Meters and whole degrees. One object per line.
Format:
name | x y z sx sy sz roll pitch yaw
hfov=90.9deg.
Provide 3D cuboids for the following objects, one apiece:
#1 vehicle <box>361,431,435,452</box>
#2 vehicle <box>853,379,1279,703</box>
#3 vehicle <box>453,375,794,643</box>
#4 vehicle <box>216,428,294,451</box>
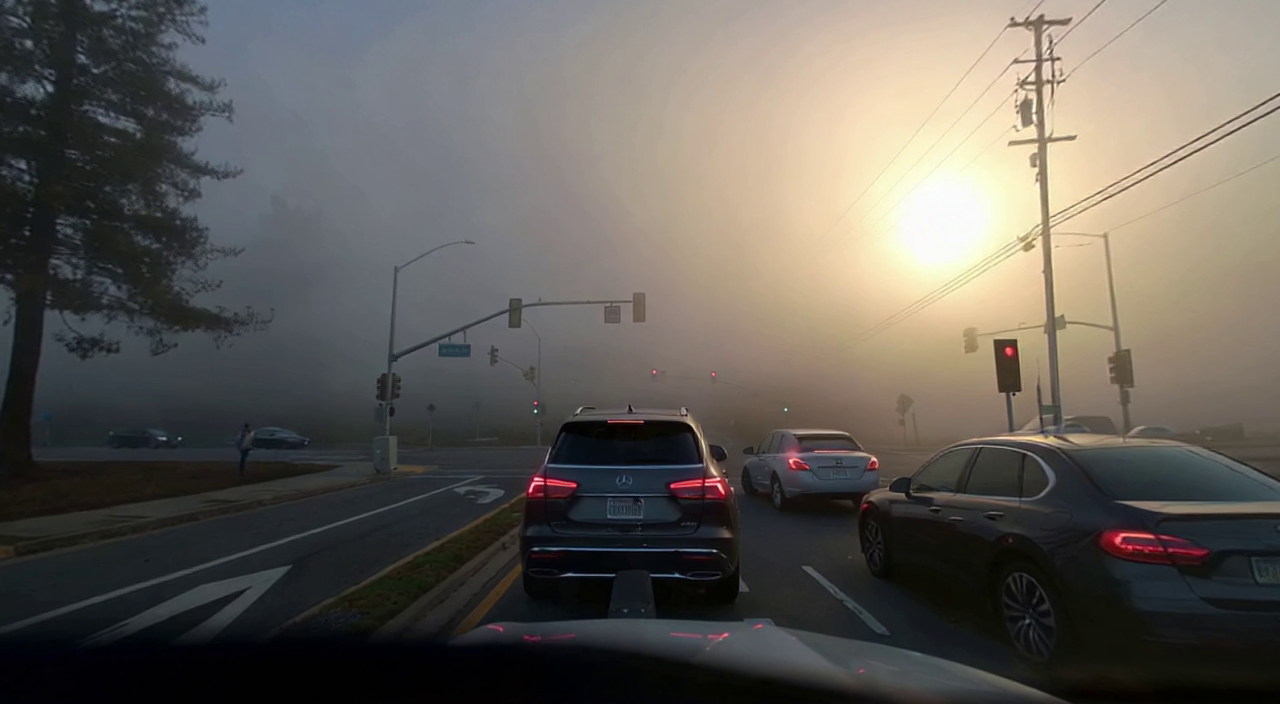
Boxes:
vehicle | -17.750 6.557 46.350 4.607 1.478 1.995 0 -8 0
vehicle | 3.543 1.294 5.438 1.948 1.677 4.437 0 -8 1
vehicle | -0.152 1.373 6.530 2.271 1.786 4.443 0 -8 -1
vehicle | -28.767 6.540 47.182 4.587 1.639 1.878 0 -8 0
